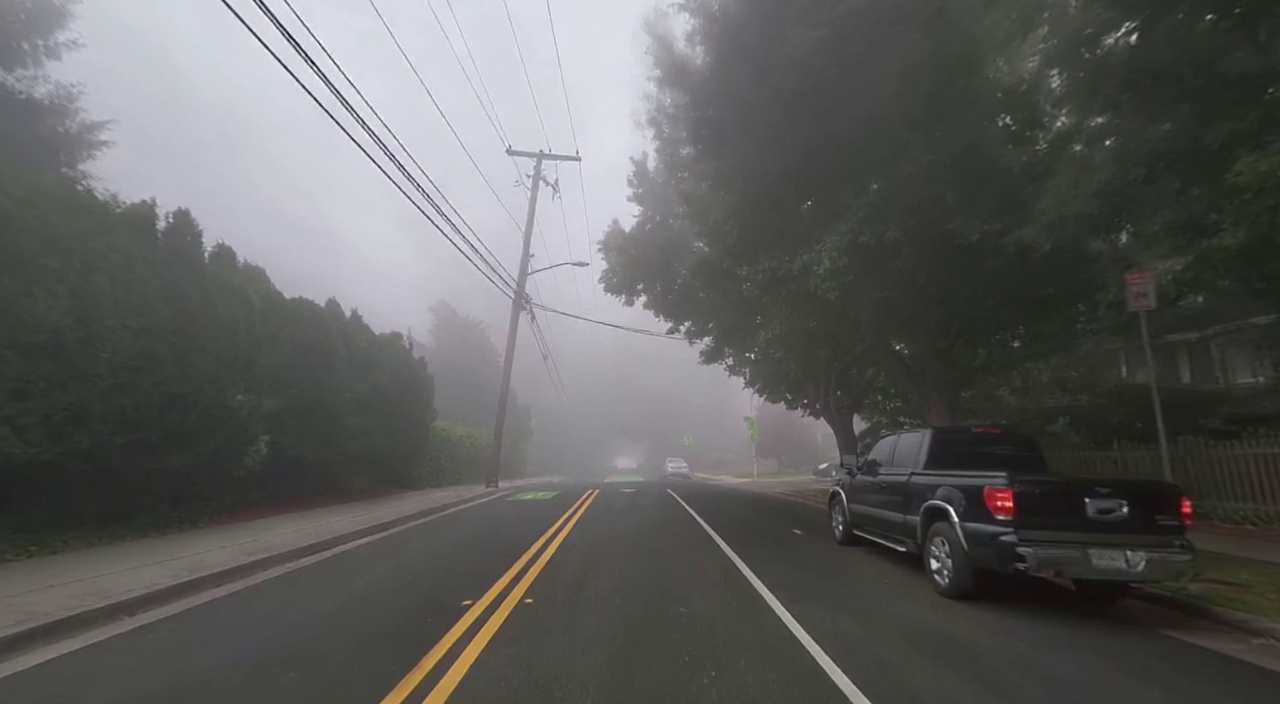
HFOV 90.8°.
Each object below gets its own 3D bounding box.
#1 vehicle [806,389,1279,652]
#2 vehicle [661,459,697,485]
[{"bbox_3d":[3.452,1.477,6.680,2.097,1.742,4.789,0,-8,0],"label":"vehicle"},{"bbox_3d":[2.623,8.249,43.857,1.989,1.545,5.423,0,-8,-2],"label":"vehicle"}]
